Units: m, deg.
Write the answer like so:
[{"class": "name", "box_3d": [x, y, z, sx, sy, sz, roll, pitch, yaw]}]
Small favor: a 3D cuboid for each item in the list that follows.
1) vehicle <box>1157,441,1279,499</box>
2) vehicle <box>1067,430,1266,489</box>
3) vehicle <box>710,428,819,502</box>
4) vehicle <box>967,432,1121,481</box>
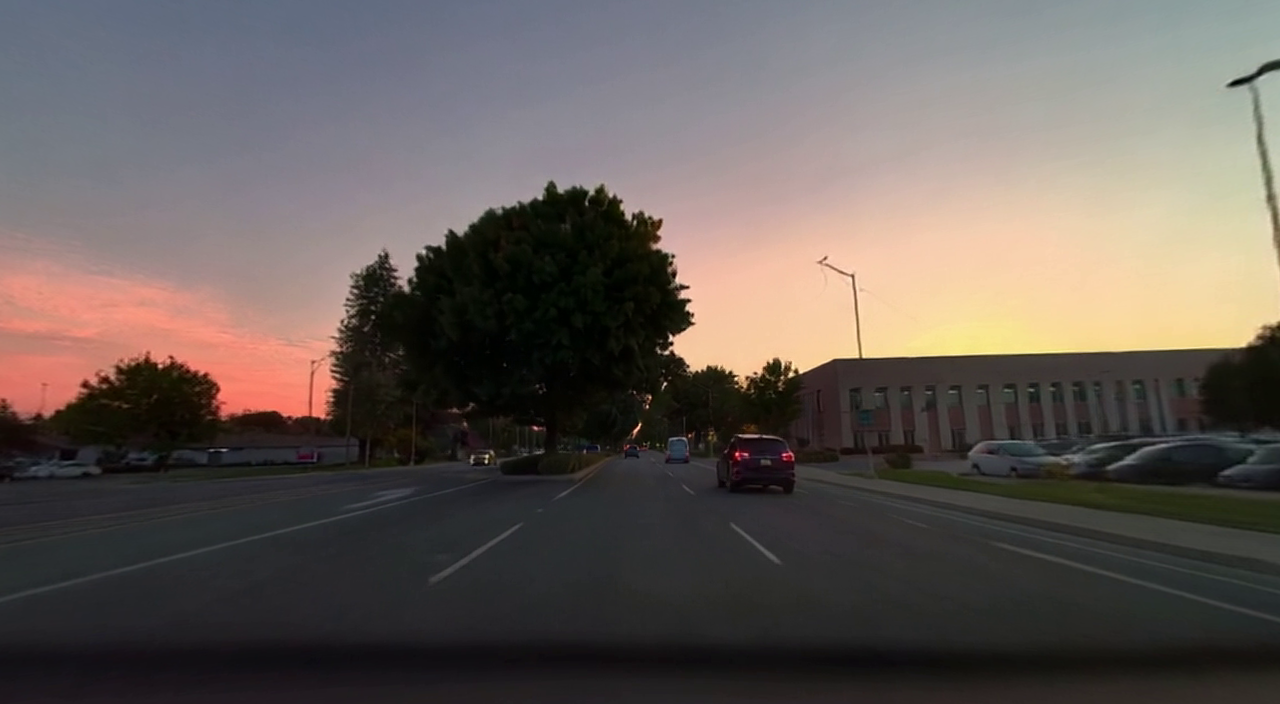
[{"class": "vehicle", "box_3d": [16.732, 3.114, 16.931, 4.203, 1.424, 2.077, 2, -9, -11]}, {"class": "vehicle", "box_3d": [16.145, 3.292, 19.508, 4.575, 1.681, 2.066, 1, -9, -9]}, {"class": "vehicle", "box_3d": [3.313, 3.116, 17.756, 2.060, 1.816, 4.343, 0, -9, -1]}, {"class": "vehicle", "box_3d": [15.827, 4.121, 24.934, 4.682, 1.635, 2.053, -2, -9, -6]}]
